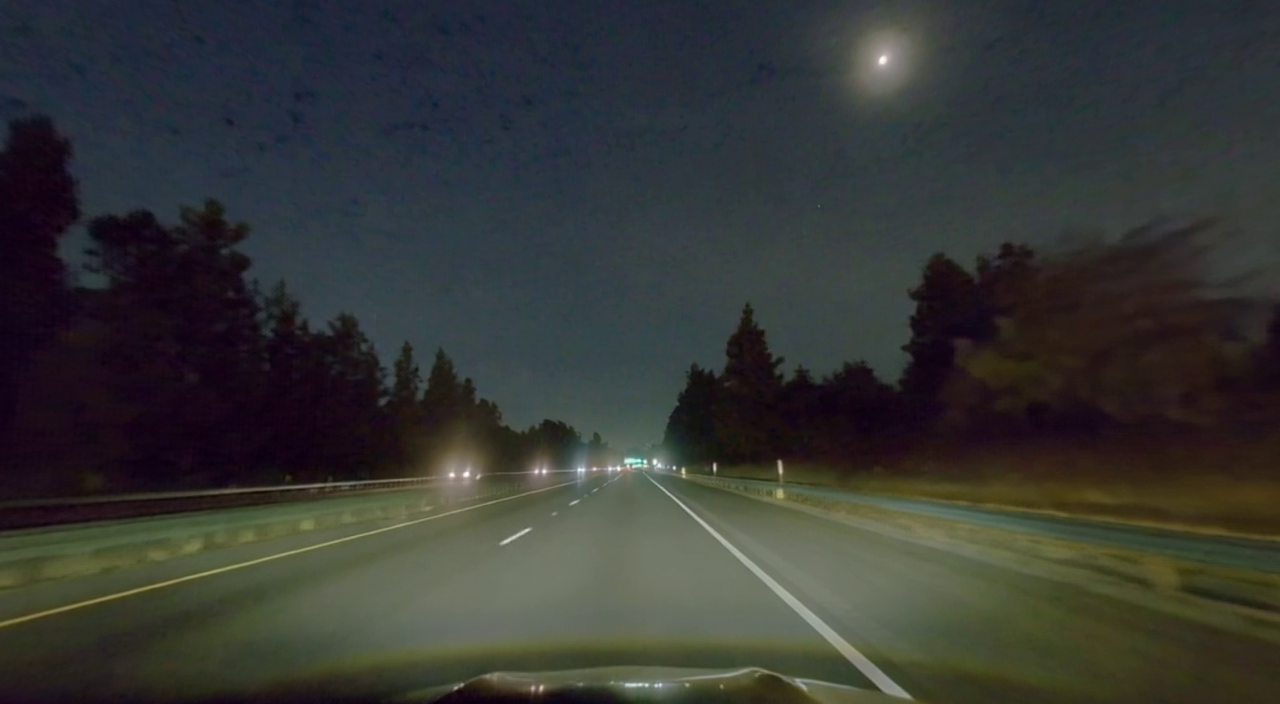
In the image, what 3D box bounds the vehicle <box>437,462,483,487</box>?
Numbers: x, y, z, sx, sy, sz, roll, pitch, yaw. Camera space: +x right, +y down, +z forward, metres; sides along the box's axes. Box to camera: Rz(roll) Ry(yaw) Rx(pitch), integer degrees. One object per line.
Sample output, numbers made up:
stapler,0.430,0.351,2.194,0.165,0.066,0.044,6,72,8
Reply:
vehicle,-12.672,8.663,44.572,1.927,1.669,4.199,0,-11,1
